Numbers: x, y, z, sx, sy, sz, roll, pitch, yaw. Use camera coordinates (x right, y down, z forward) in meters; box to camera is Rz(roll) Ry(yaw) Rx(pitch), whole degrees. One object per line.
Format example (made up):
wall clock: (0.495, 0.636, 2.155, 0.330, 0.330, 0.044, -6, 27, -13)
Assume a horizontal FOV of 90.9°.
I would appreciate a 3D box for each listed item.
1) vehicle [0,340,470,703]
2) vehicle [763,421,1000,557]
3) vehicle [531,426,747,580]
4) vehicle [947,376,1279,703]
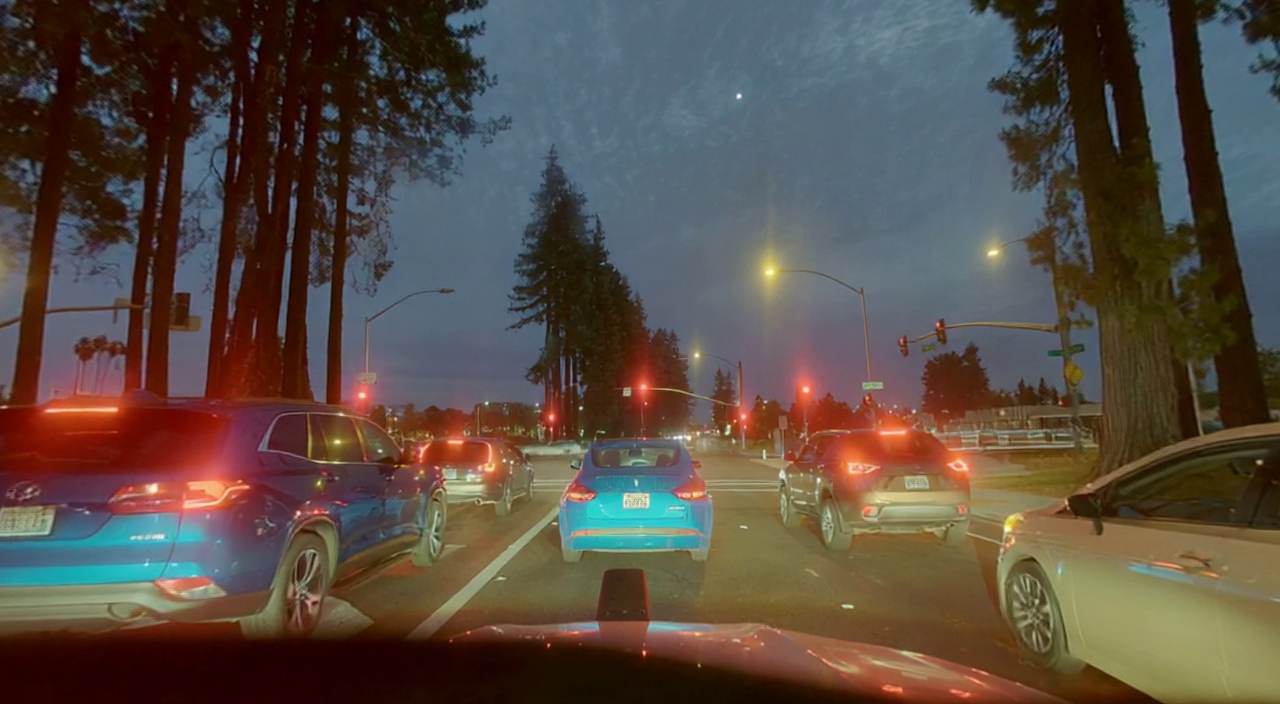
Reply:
vehicle: (-3.143, 1.162, 5.055, 2.168, 1.750, 4.625, -1, -8, 1)
vehicle: (3.412, 2.021, 10.023, 2.040, 1.647, 4.379, 0, -9, 1)
vehicle: (-0.035, 1.801, 8.319, 2.147, 1.507, 3.953, 0, -8, -1)
vehicle: (3.324, 0.961, 2.829, 1.899, 1.588, 3.888, 0, -9, 0)
